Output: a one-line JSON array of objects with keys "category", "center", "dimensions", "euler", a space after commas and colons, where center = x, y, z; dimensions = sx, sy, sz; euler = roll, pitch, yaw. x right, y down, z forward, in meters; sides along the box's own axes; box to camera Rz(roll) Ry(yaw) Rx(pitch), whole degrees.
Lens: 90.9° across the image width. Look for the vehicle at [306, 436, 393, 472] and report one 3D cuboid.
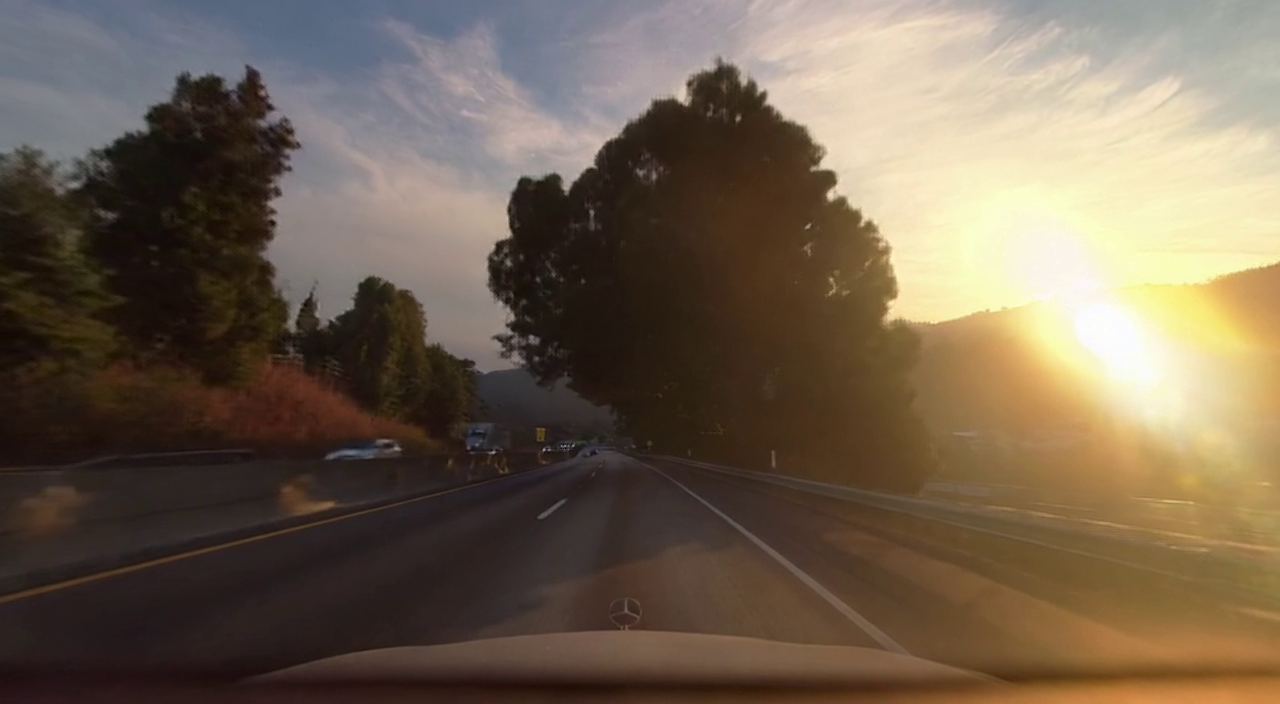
[{"category": "vehicle", "center": [-12.565, 4.464, 27.570], "dimensions": [1.936, 1.433, 4.003], "euler": [0, -9, -1]}]
